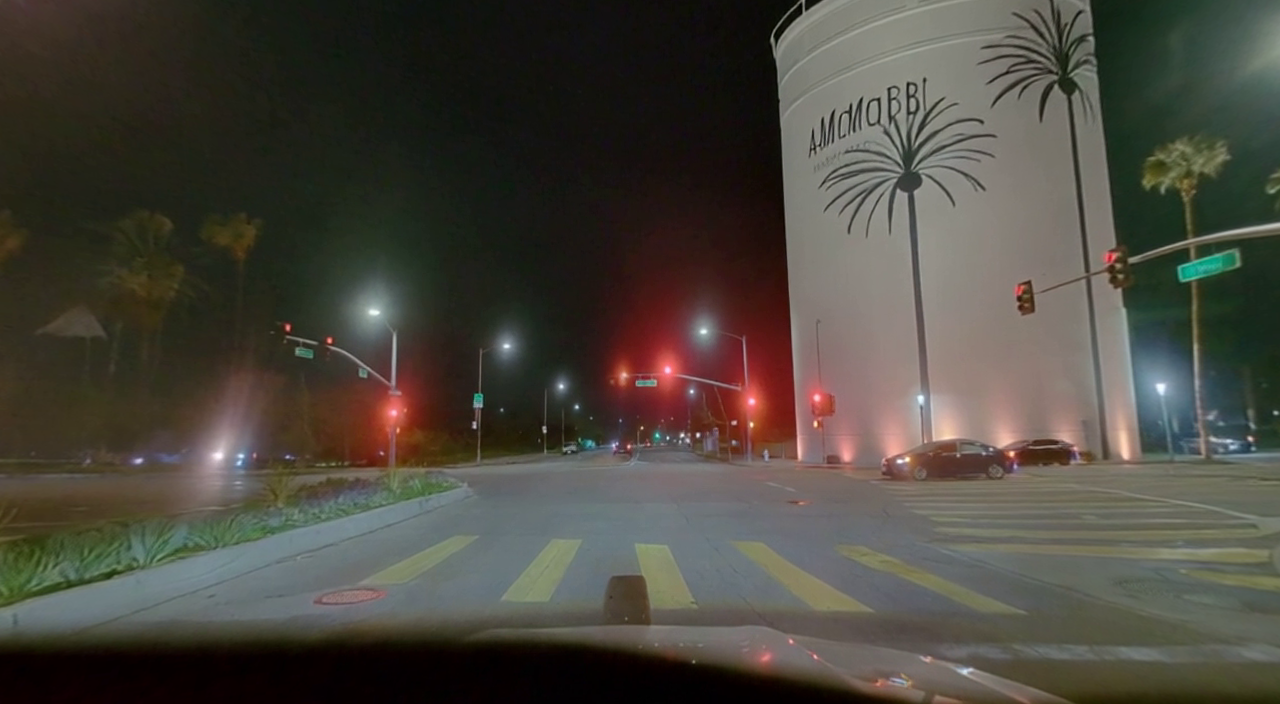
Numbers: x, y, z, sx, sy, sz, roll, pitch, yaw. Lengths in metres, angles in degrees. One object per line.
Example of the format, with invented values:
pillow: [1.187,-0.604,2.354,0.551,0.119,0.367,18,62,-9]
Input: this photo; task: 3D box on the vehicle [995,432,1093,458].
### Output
vehicle: [23.483,5.445,36.749,4.423,1.465,1.798,0,-8,1]

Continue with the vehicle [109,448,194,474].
vehicle: [-33.091,7.385,42.772,4.136,1.661,1.857,0,-8,1]

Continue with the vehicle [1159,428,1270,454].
vehicle: [33.120,5.162,36.418,4.567,1.458,1.791,0,-8,0]

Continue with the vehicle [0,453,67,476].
vehicle: [-41.663,7.605,42.784,3.698,1.467,1.779,0,-8,1]

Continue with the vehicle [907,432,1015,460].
vehicle: [16.889,4.964,33.277,4.684,1.461,1.777,0,-8,-1]

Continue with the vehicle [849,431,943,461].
vehicle: [14.966,5.526,36.991,4.648,1.665,1.910,0,-8,0]
